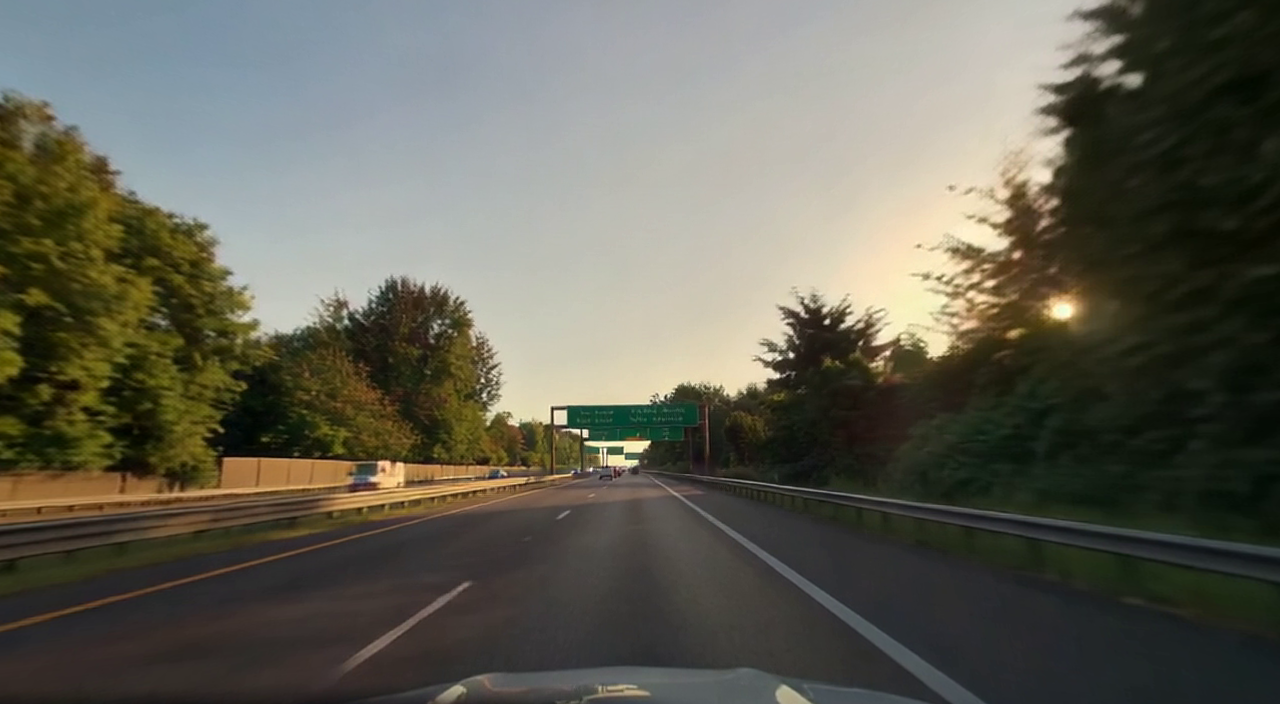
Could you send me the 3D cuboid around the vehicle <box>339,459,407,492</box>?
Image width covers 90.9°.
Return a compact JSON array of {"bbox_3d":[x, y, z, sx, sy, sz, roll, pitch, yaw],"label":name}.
[{"bbox_3d":[-16.519,7.662,39.238,2.055,1.872,4.733,1,-10,0],"label":"vehicle"}]
